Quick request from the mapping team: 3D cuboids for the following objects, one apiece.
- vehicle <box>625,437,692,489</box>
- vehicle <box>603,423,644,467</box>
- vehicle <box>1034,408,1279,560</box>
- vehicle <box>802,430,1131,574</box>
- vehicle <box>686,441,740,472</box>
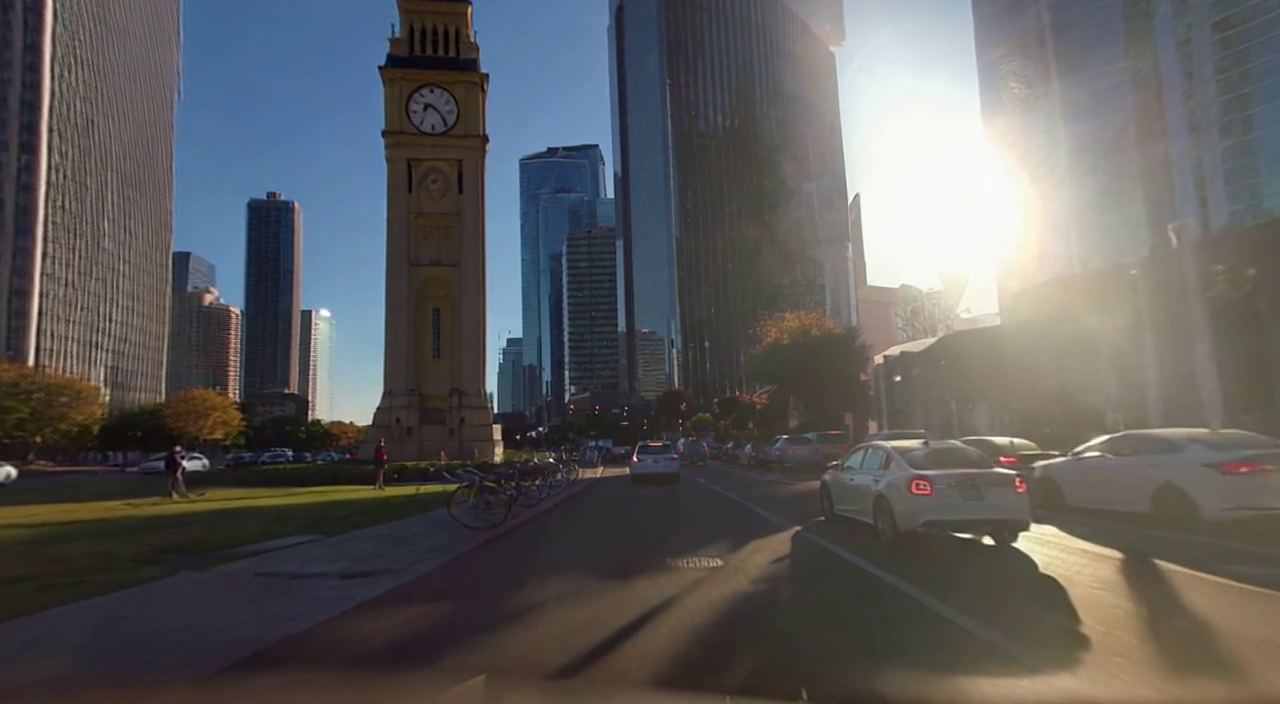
[{"bbox_3d":[0.560,3.805,21.917,2.111,1.605,3.832,0,-9,-1],"label":"vehicle"},{"bbox_3d":[-1.245,6.582,44.808,2.400,2.872,6.053,1,-9,-6],"label":"vehicle"},{"bbox_3d":[9.139,1.993,10.102,2.225,1.887,5.177,0,-9,-1],"label":"vehicle"},{"bbox_3d":[4.094,1.957,9.126,2.116,1.500,4.702,0,-9,-2],"label":"vehicle"},{"bbox_3d":[3.854,5.634,34.250,1.981,1.572,4.718,1,-9,-5],"label":"vehicle"}]
